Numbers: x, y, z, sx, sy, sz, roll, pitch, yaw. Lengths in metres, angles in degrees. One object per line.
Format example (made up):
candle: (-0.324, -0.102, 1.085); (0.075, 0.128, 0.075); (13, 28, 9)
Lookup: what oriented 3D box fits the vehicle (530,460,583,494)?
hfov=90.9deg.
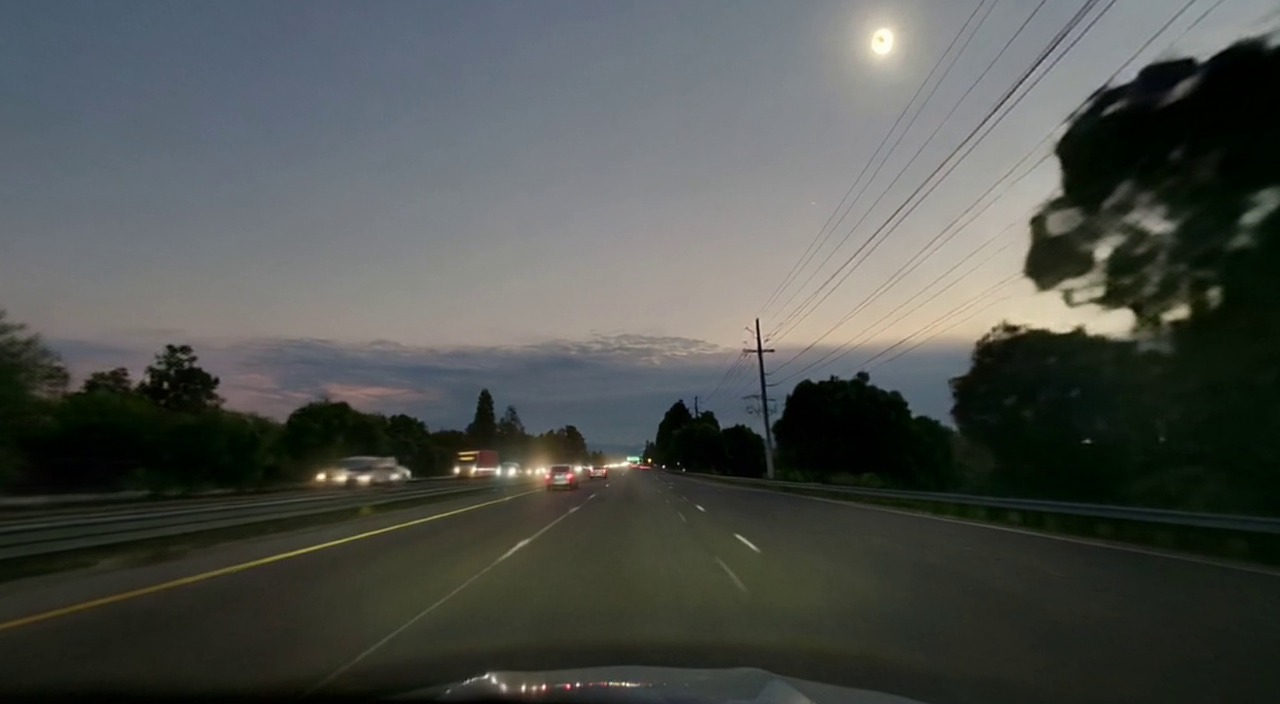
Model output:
vehicle: (-4.037, 6.149, 31.052); (1.963, 1.501, 4.227); (1, -10, 1)

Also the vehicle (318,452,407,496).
vehicle: (-12.850, 5.705, 29.531); (2.106, 1.829, 4.287); (1, -10, 0)
